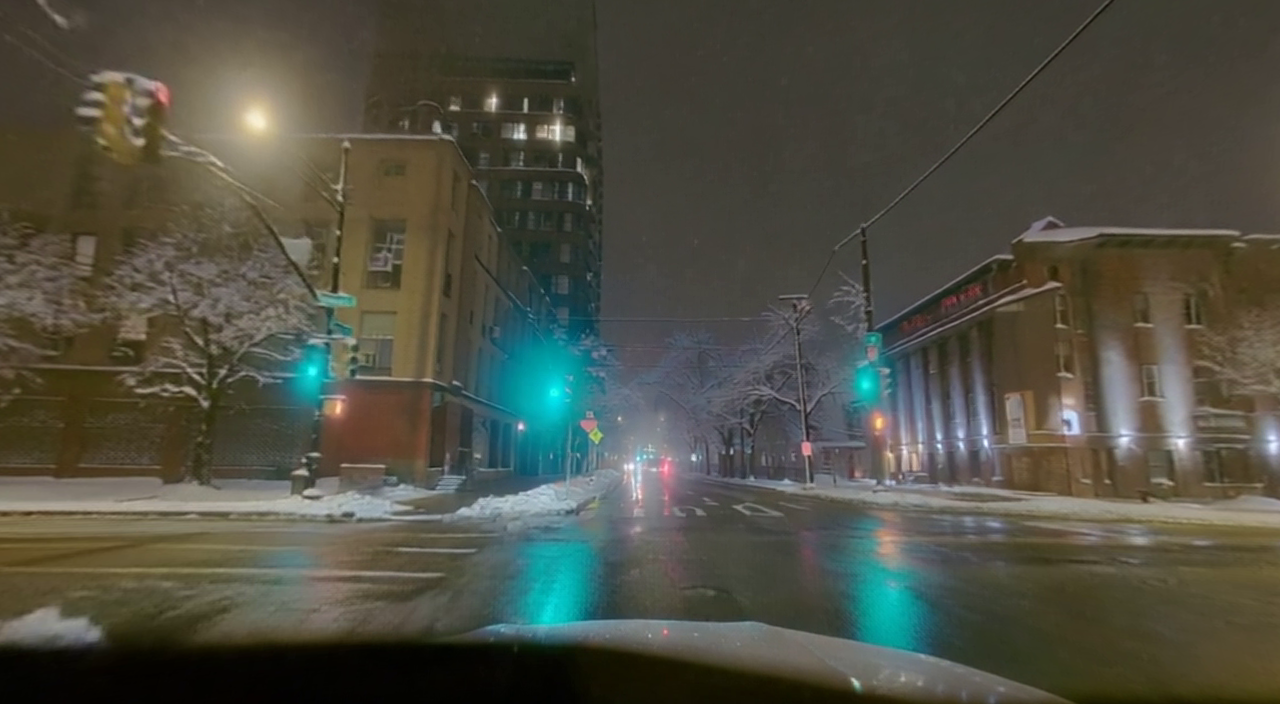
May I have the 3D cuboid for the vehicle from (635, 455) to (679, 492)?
[{"bbox_3d":[0.820,6.028,31.511,2.079,1.621,3.861,0,-8,0],"label":"vehicle"}]
